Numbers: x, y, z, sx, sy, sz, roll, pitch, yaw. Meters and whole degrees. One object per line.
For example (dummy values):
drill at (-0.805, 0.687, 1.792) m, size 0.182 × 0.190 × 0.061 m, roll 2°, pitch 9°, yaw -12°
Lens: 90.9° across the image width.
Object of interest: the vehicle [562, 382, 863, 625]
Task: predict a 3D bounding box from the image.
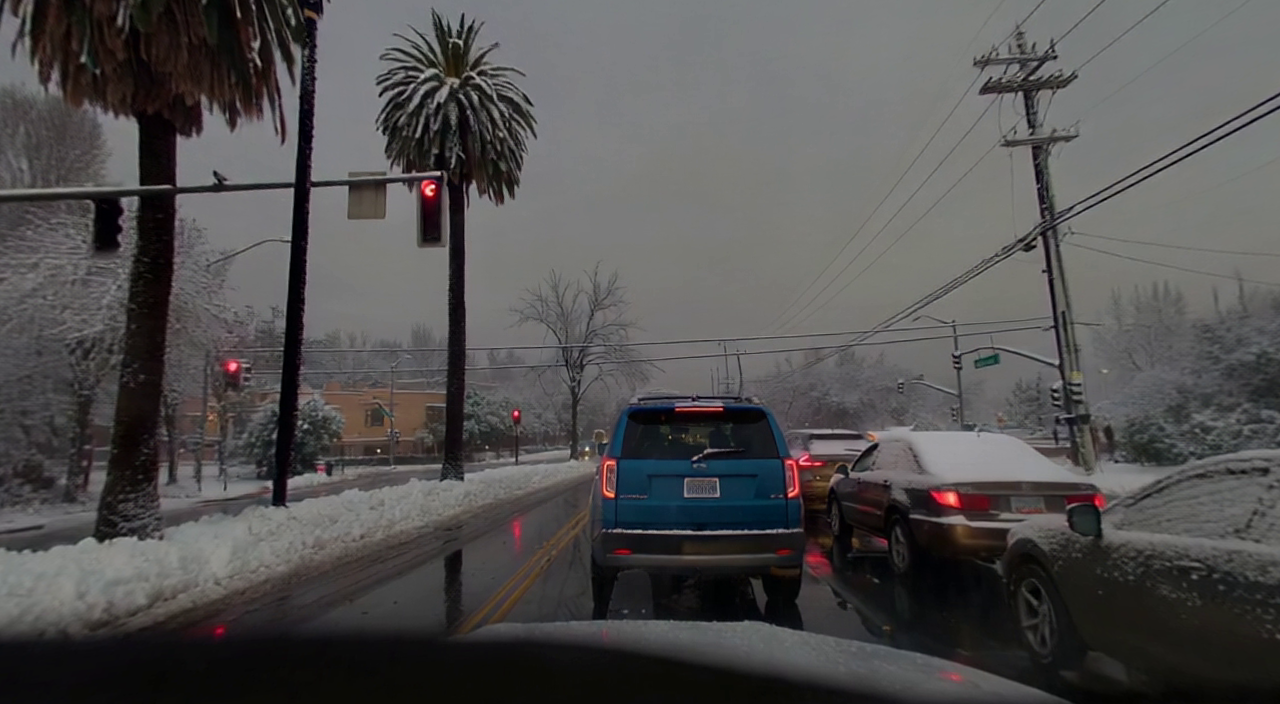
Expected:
vehicle at (0.457, 1.432, 6.882) m, size 2.228 × 1.780 × 4.269 m, roll 0°, pitch -9°, yaw -2°

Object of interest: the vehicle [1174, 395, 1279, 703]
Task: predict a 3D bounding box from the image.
vehicle at (3.359, 0.645, 0.663) m, size 1.805 × 1.485 × 4.348 m, roll 0°, pitch -9°, yaw 1°

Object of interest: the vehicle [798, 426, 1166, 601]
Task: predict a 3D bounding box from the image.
vehicle at (3.438, 1.686, 7.514) m, size 1.895 × 1.456 × 4.255 m, roll 0°, pitch -9°, yaw -2°
